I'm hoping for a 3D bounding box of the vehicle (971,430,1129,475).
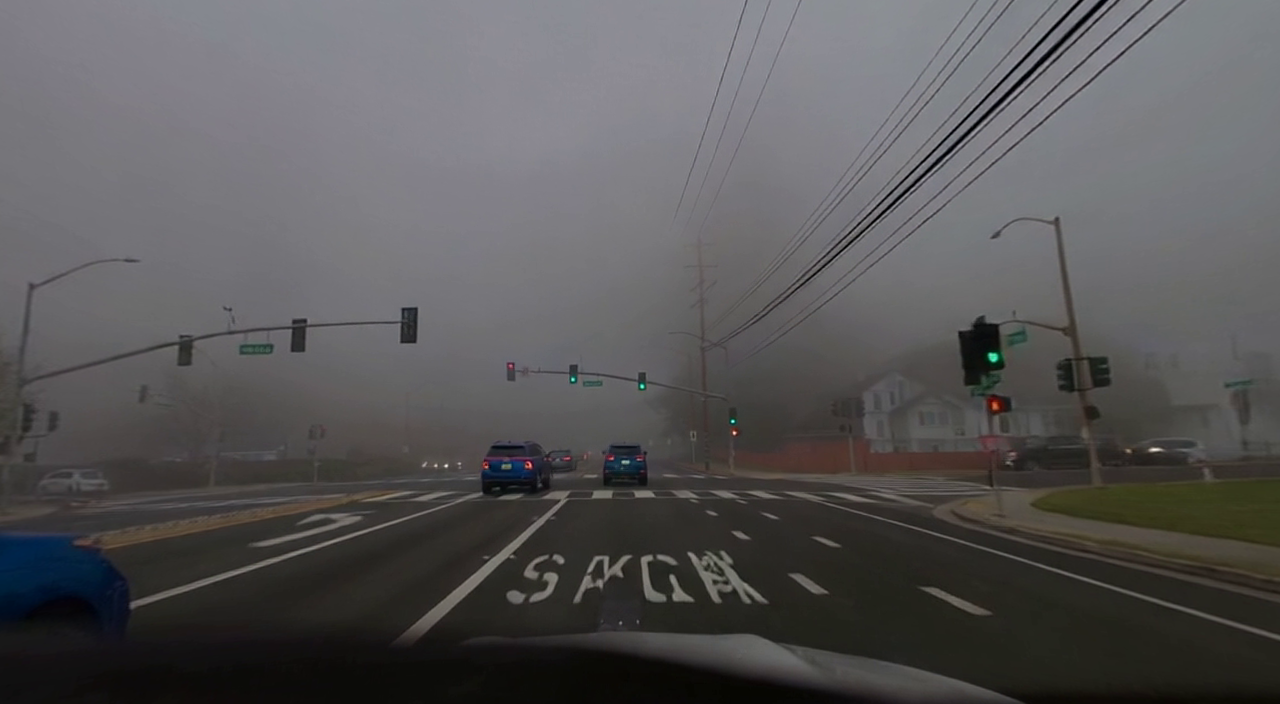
[{"bbox_3d":[18.951,4.672,29.519,5.652,1.990,2.190,-2,-9,12],"label":"vehicle"}]

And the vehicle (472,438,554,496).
[{"bbox_3d":[-4.047,3.731,20.845,1.899,1.685,4.121,0,-9,-1],"label":"vehicle"}]

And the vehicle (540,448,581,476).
[{"bbox_3d":[-4.435,6.182,35.628,1.863,1.449,4.153,0,-9,-1],"label":"vehicle"}]

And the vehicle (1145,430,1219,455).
[{"bbox_3d":[32.391,5.424,37.871,1.754,1.414,3.590,-2,-9,11],"label":"vehicle"}]

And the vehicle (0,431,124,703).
[{"bbox_3d":[-3.192,0.720,0.432,1.901,1.409,4.442,0,-9,0],"label":"vehicle"}]

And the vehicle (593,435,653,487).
[{"bbox_3d":[-0.687,4.244,24.878,2.155,1.836,4.250,0,-9,-2],"label":"vehicle"}]

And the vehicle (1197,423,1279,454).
[{"bbox_3d":[35.318,5.137,37.257,1.901,1.712,3.920,-3,-9,14],"label":"vehicle"}]
